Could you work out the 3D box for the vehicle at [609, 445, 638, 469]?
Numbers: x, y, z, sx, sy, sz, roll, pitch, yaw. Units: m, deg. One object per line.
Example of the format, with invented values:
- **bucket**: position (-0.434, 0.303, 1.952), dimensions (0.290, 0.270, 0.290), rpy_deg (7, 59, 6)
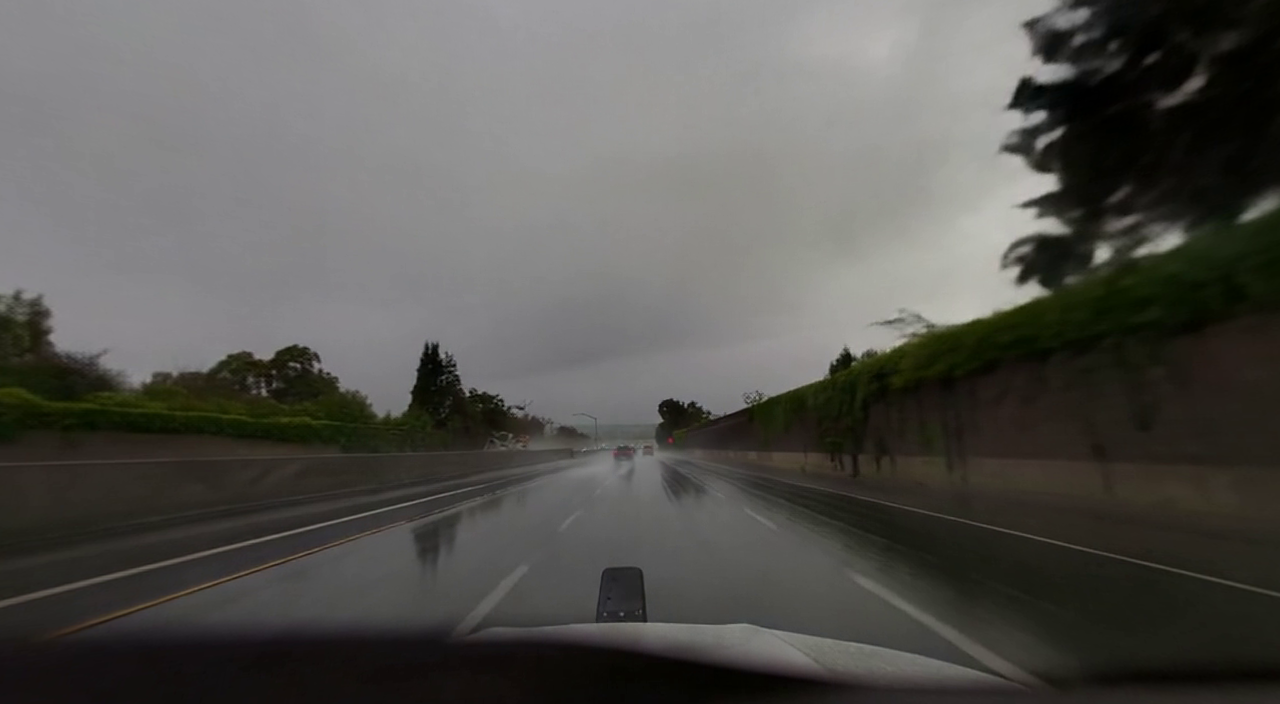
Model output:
- **vehicle**: position (-1.128, 7.337, 44.174), dimensions (1.873, 1.529, 3.953), rpy_deg (0, -9, 0)
